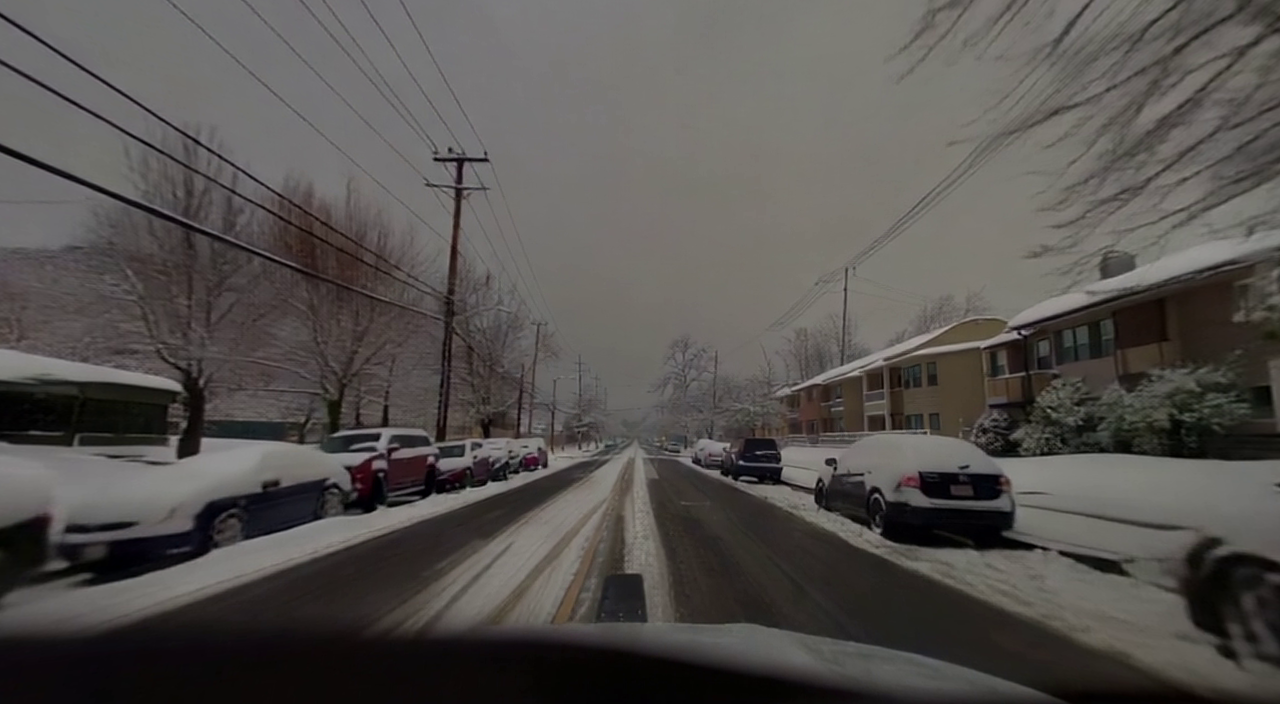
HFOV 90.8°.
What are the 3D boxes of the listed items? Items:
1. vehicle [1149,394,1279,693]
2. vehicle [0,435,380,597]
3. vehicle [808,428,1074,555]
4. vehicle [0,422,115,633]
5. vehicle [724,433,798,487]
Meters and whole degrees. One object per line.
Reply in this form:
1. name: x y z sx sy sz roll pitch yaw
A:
1. vehicle: 4.576 0.892 2.228 1.951 1.700 4.485 -1 -9 3
2. vehicle: -5.373 1.891 8.521 1.979 1.435 4.785 -2 -7 -3
3. vehicle: 4.435 2.112 10.402 1.910 1.567 4.856 0 -9 -1
4. vehicle: -5.359 1.099 3.087 1.853 1.447 4.462 -3 -7 -1
5. vehicle: 4.246 3.857 22.852 1.936 1.756 4.127 0 -9 1
